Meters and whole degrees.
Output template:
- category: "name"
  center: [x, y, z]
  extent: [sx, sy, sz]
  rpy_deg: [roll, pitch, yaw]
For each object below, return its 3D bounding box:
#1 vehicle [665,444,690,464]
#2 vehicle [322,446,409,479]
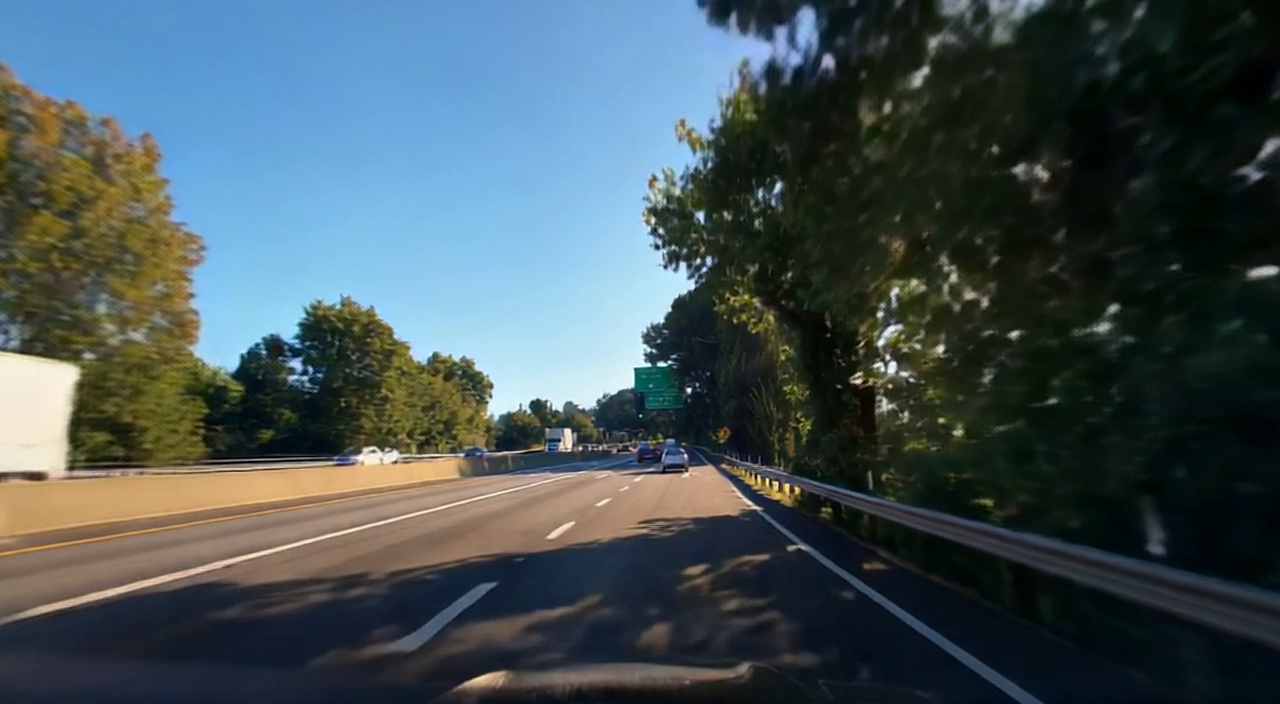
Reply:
- category: "vehicle"
  center: [2.846, 7.613, 47.065]
  extent: [1.807, 1.427, 3.645]
  rpy_deg: [-1, -9, 4]
- category: "vehicle"
  center: [-12.911, 5.220, 29.972]
  extent: [1.908, 1.447, 4.337]
  rpy_deg: [-1, -9, 5]
